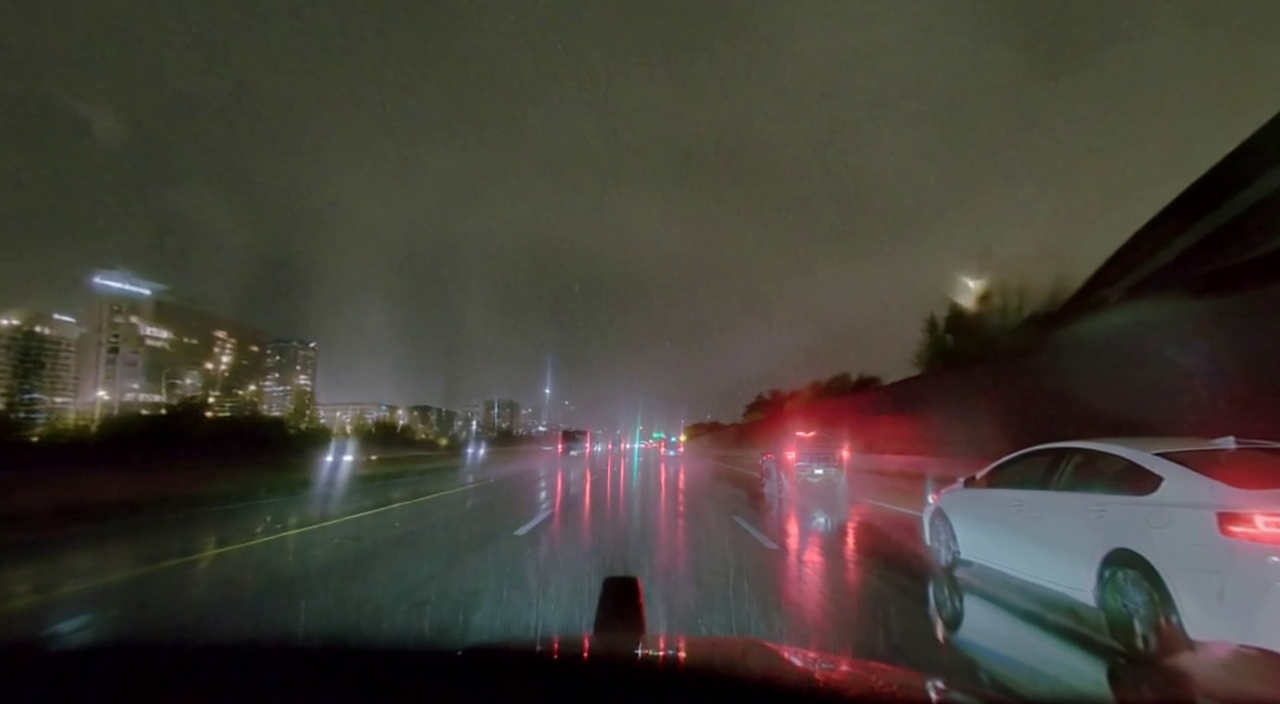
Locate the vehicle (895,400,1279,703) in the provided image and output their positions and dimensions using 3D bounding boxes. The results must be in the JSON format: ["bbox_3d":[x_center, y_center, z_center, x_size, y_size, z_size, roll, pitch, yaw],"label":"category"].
[{"bbox_3d":[3.775,1.241,4.329,2.047,1.532,4.884,0,-9,1],"label":"vehicle"}]

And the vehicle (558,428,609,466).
[{"bbox_3d":[-3.514,6.141,40.578,2.496,2.203,6.317,0,-9,1],"label":"vehicle"}]

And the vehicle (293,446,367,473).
[{"bbox_3d":[-18.570,6.443,37.991,1.981,1.526,4.512,0,-9,4],"label":"vehicle"}]
